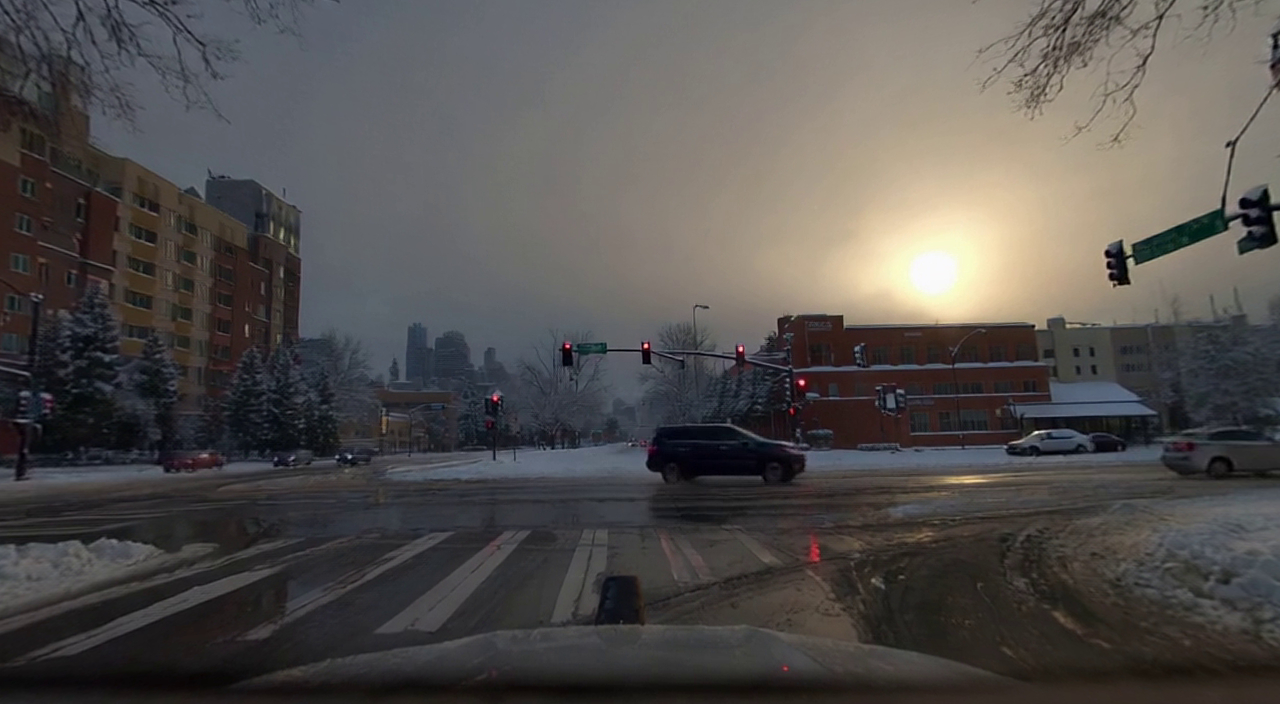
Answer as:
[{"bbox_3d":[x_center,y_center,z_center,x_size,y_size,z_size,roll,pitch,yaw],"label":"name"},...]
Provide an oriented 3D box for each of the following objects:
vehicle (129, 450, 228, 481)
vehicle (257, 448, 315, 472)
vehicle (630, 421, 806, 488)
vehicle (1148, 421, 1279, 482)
[{"bbox_3d":[-26.864,6.595,37.016,2.135,1.637,4.582,-1,-9,4],"label":"vehicle"},{"bbox_3d":[-26.289,8.021,47.102,1.889,1.662,4.319,0,-9,-1],"label":"vehicle"},{"bbox_3d":[2.549,3.366,20.982,5.310,1.972,2.223,-4,-9,26],"label":"vehicle"},{"bbox_3d":[17.850,2.914,18.626,4.180,1.678,1.982,1,-9,-7],"label":"vehicle"}]
